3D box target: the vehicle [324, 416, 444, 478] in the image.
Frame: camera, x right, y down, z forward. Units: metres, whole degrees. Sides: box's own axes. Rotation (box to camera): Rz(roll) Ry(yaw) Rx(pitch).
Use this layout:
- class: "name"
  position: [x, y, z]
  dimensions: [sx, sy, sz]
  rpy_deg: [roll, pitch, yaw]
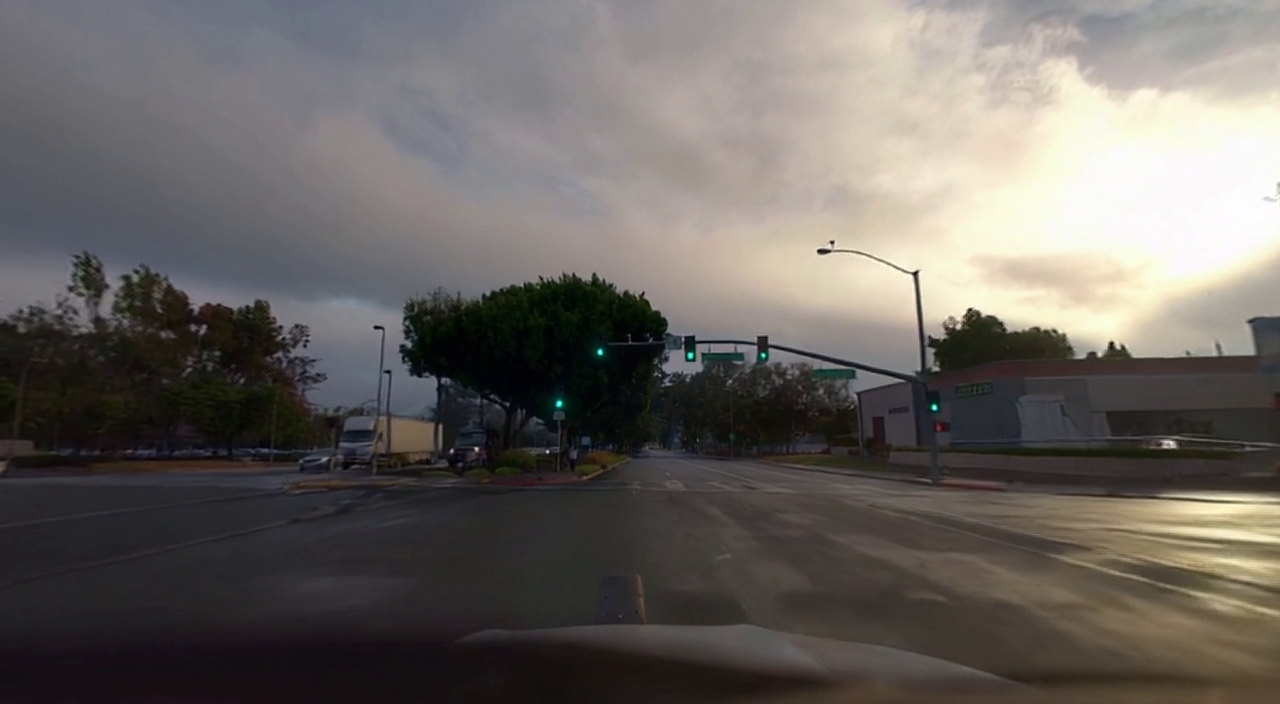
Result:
- class: "vehicle"
  position: [-17.829, 6.886, 45.692]
  dimensions: [2.953, 3.772, 14.243]
  rpy_deg: [0, -9, -1]
